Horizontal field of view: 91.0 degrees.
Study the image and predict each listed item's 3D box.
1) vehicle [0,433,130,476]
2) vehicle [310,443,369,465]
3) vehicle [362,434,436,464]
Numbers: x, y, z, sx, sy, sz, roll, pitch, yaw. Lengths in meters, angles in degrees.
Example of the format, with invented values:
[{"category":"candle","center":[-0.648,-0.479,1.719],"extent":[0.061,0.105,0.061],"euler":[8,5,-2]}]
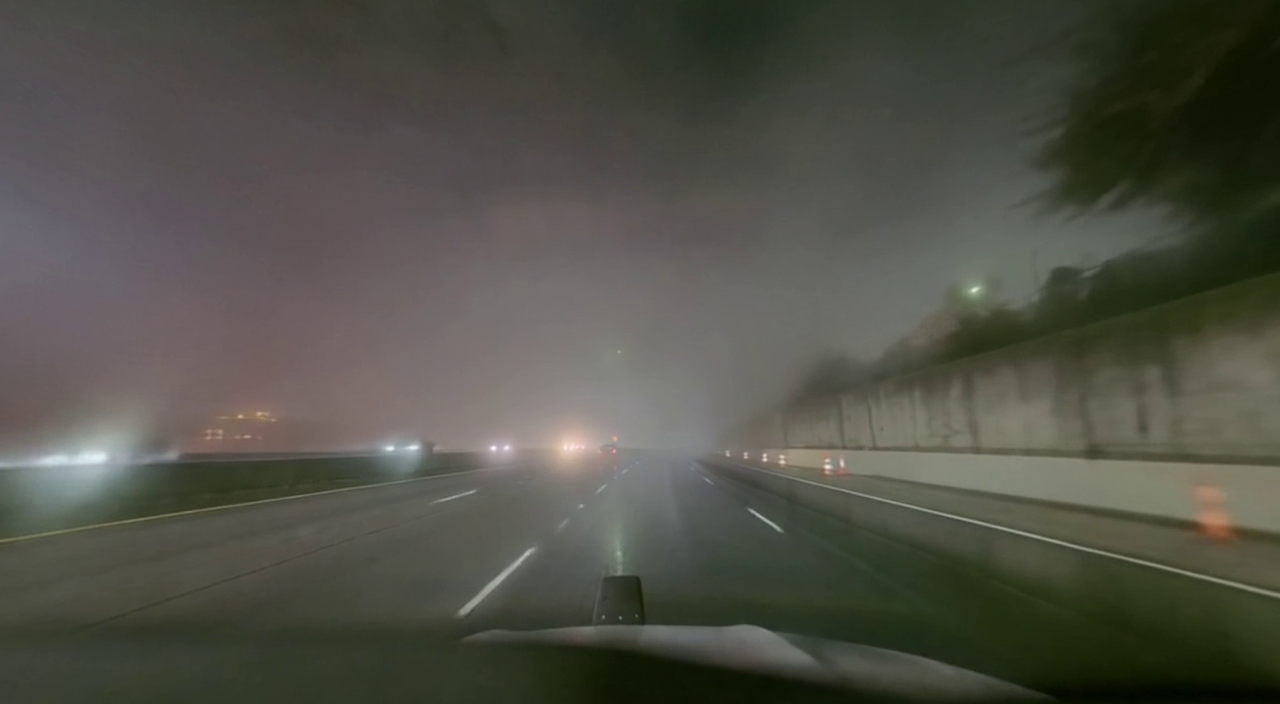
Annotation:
[{"category":"vehicle","center":[-25.519,4.471,27.601],"extent":[1.952,1.692,5.068],"euler":[0,-9,2]},{"category":"vehicle","center":[-21.816,7.469,45.989],"extent":[1.859,1.506,4.648],"euler":[0,-9,2]},{"category":"vehicle","center":[-15.303,6.220,40.349],"extent":[2.219,1.751,5.734],"euler":[0,-9,3]}]
